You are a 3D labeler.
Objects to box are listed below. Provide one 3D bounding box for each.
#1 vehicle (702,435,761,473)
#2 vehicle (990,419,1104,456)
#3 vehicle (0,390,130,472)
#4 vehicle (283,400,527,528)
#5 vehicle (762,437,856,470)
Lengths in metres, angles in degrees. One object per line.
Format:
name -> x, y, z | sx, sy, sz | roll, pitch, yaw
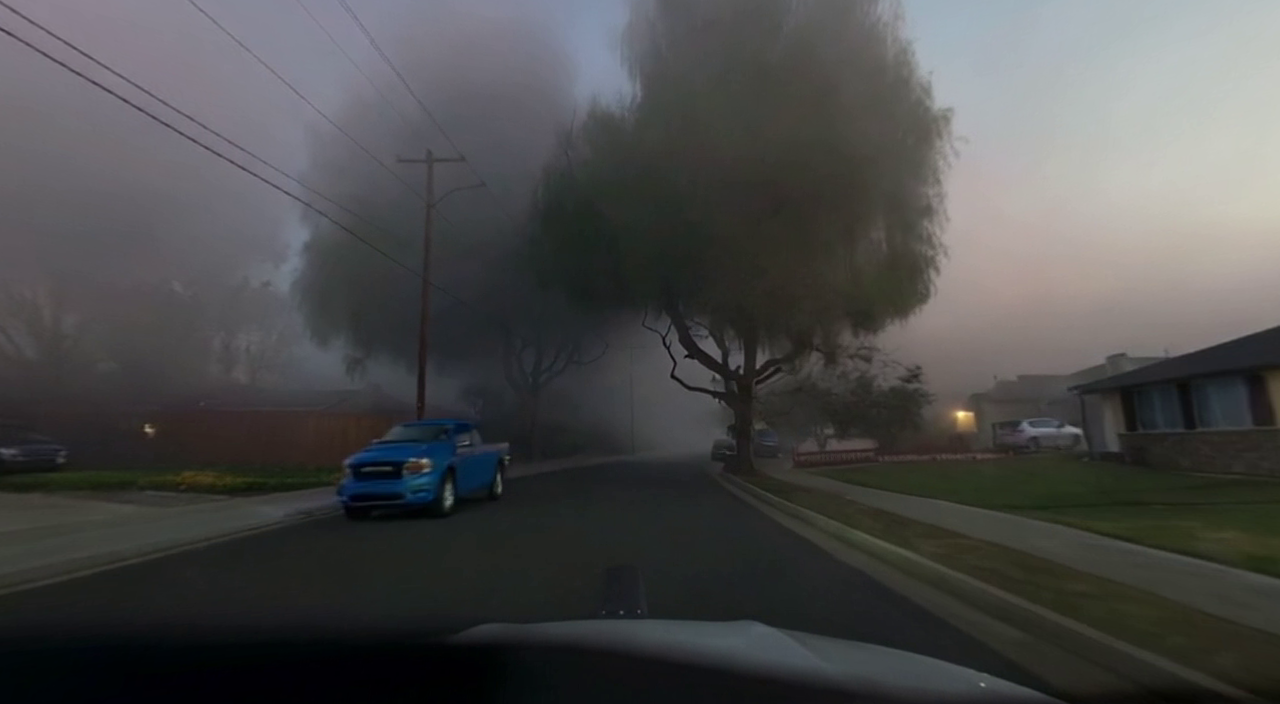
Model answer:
vehicle -> 4.261, 4.845, 30.167 | 2.051, 1.676, 4.497 | 0, -9, -1
vehicle -> 18.566, 3.921, 29.023 | 3.903, 1.592, 1.921 | -1, -7, 14
vehicle -> -21.111, 2.798, 22.341 | 4.119, 2.697, 2.226 | -1, -7, 2
vehicle -> -4.337, 2.285, 13.504 | 2.274, 2.008, 6.986 | 0, -9, 2
vehicle -> 8.319, 4.994, 31.361 | 4.057, 1.483, 1.828 | 0, -7, -4
